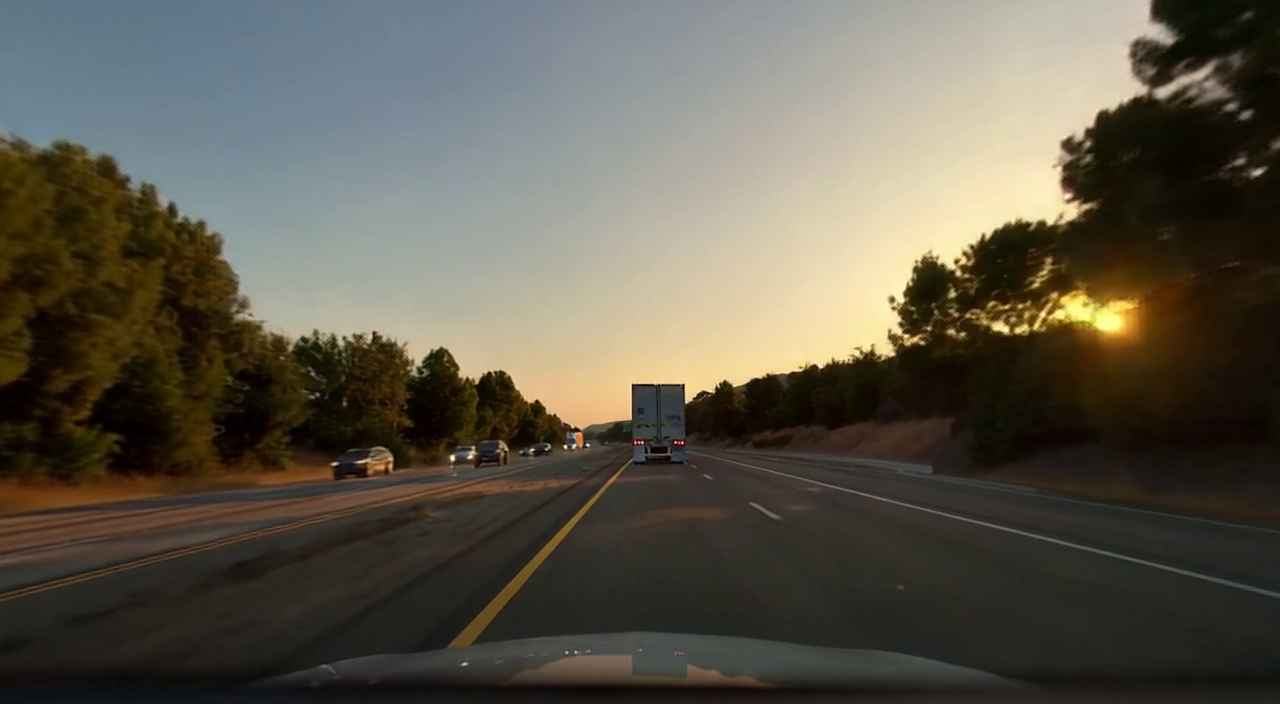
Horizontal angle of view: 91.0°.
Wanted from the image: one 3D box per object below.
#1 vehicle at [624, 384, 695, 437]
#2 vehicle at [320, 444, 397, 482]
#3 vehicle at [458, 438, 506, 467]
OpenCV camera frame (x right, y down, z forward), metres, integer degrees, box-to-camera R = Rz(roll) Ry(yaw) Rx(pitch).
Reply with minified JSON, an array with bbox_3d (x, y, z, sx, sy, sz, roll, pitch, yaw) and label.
[{"bbox_3d":[0.640,2.435,25.260,2.509,1.890,4.732,0,-8,-2],"label":"vehicle"},{"bbox_3d":[-15.131,5.945,34.103,2.000,1.847,4.664,-1,-8,0],"label":"vehicle"},{"bbox_3d":[-11.479,7.328,46.067,2.133,1.942,4.865,0,-8,2],"label":"vehicle"}]
